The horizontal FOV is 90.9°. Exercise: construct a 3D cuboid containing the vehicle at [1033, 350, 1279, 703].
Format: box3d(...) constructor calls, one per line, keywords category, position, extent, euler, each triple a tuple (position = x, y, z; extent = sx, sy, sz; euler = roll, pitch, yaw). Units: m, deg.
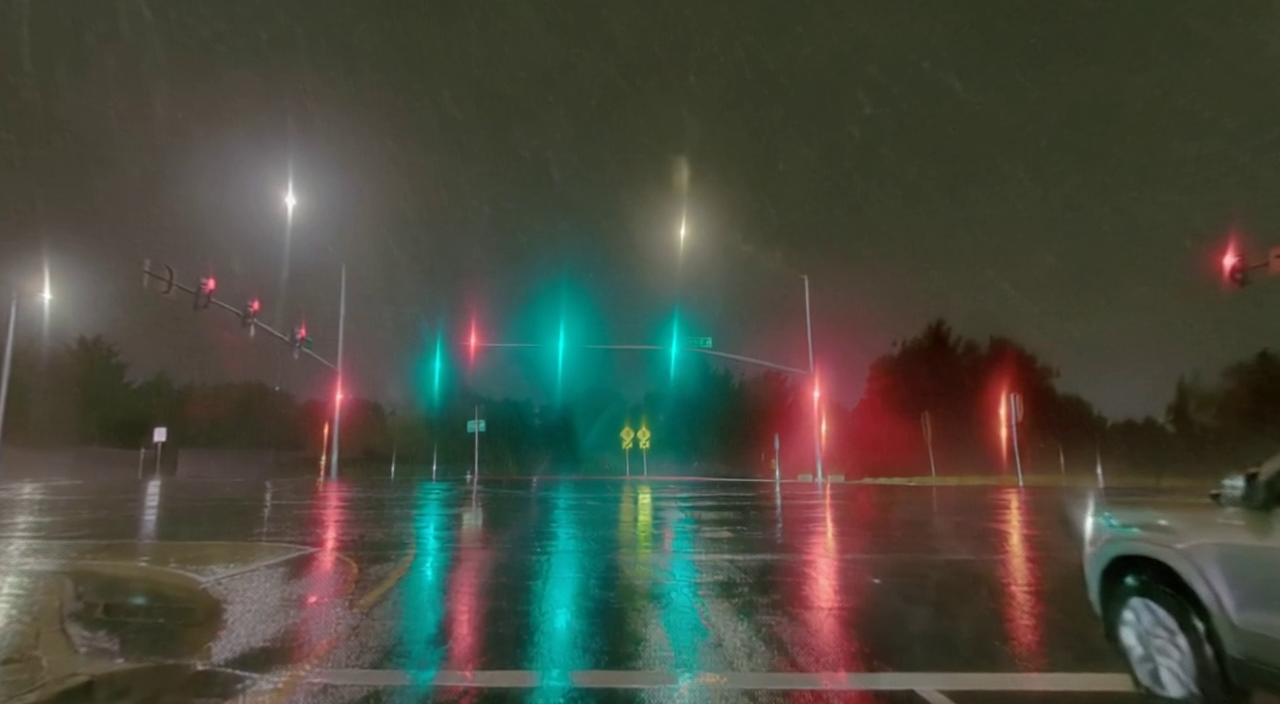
box3d(category="vehicle", position=(3.096, 0.704, 1.322), extent=(1.938, 1.648, 4.211), euler=(-1, -8, 3))
